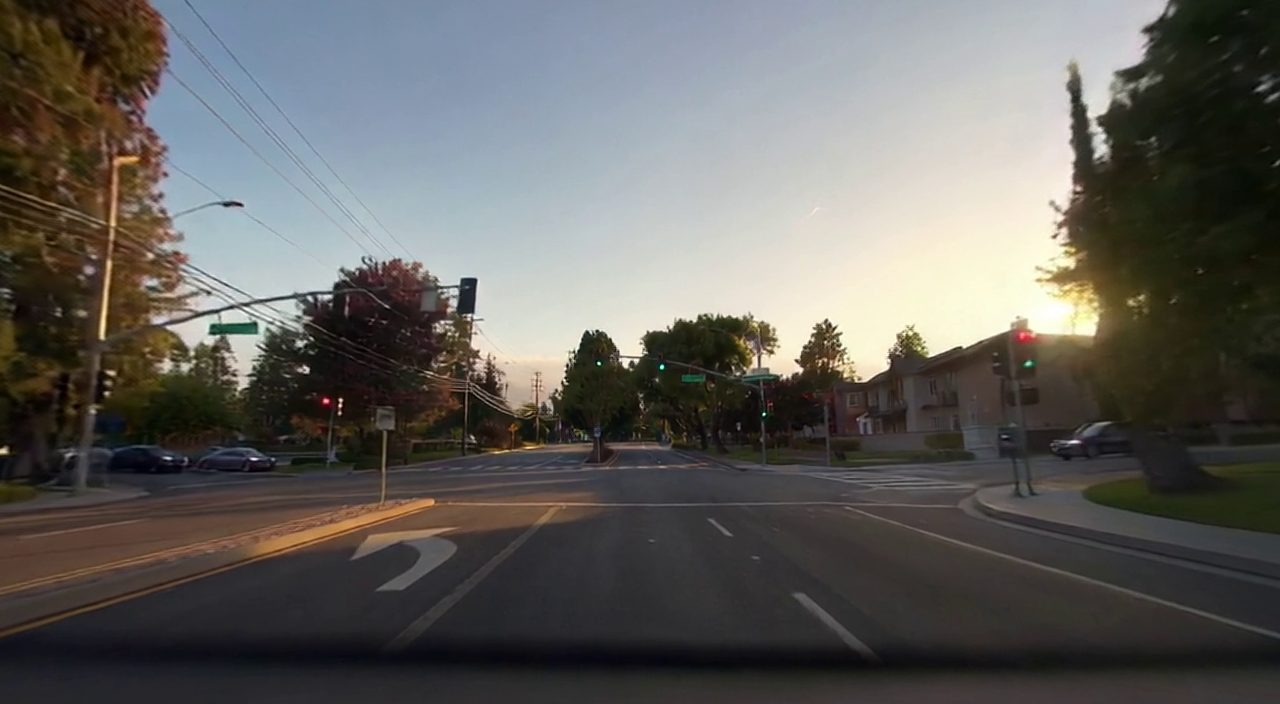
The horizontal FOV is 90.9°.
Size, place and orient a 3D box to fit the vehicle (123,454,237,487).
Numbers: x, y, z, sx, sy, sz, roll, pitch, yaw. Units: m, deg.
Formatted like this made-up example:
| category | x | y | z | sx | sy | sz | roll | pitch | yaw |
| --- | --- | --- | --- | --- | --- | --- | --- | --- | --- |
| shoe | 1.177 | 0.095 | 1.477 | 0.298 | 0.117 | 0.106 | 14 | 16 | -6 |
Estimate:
| category | x | y | z | sx | sy | sz | roll | pitch | yaw |
| --- | --- | --- | --- | --- | --- | --- | --- | --- | --- |
| vehicle | -24.737 | 6.373 | 34.019 | 4.553 | 1.722 | 1.915 | 0 | -9 | -2 |

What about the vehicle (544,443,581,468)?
| category | x | y | z | sx | sy | sz | roll | pitch | yaw |
| --- | --- | --- | --- | --- | --- | --- | --- | --- | --- |
| vehicle | -5.156 | 6.958 | 42.691 | 1.948 | 1.471 | 5.408 | 2 | -8 | -2 |

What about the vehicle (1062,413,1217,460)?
| category | x | y | z | sx | sy | sz | roll | pitch | yaw |
| --- | --- | --- | --- | --- | --- | --- | --- | --- | --- |
| vehicle | 21.652 | 3.715 | 27.521 | 4.775 | 1.952 | 2.239 | 0 | -9 | 0 |
